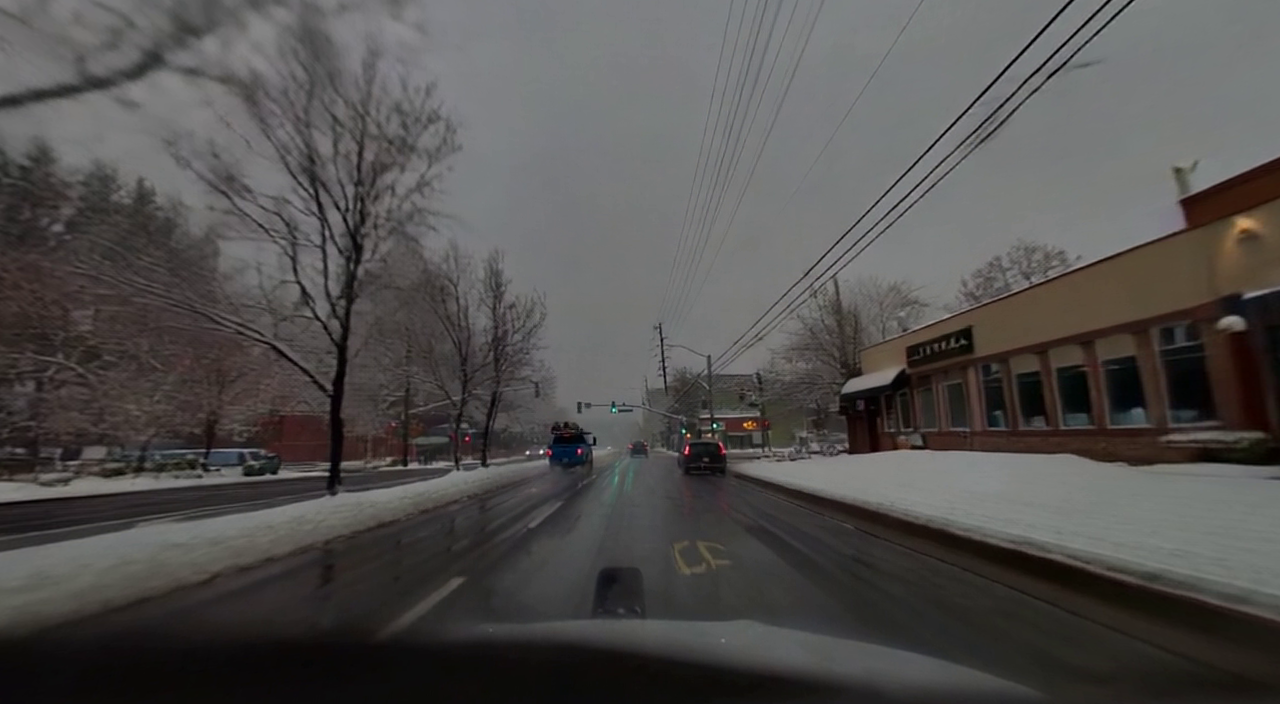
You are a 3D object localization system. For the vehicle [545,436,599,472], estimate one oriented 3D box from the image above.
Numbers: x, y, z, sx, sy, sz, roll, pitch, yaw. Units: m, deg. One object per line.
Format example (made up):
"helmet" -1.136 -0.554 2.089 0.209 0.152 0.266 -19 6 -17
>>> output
"vehicle" -3.505 5.385 33.519 2.464 1.777 5.128 0 -9 -2

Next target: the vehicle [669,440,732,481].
"vehicle" 2.304 4.258 25.016 2.103 1.487 4.101 0 -9 0
